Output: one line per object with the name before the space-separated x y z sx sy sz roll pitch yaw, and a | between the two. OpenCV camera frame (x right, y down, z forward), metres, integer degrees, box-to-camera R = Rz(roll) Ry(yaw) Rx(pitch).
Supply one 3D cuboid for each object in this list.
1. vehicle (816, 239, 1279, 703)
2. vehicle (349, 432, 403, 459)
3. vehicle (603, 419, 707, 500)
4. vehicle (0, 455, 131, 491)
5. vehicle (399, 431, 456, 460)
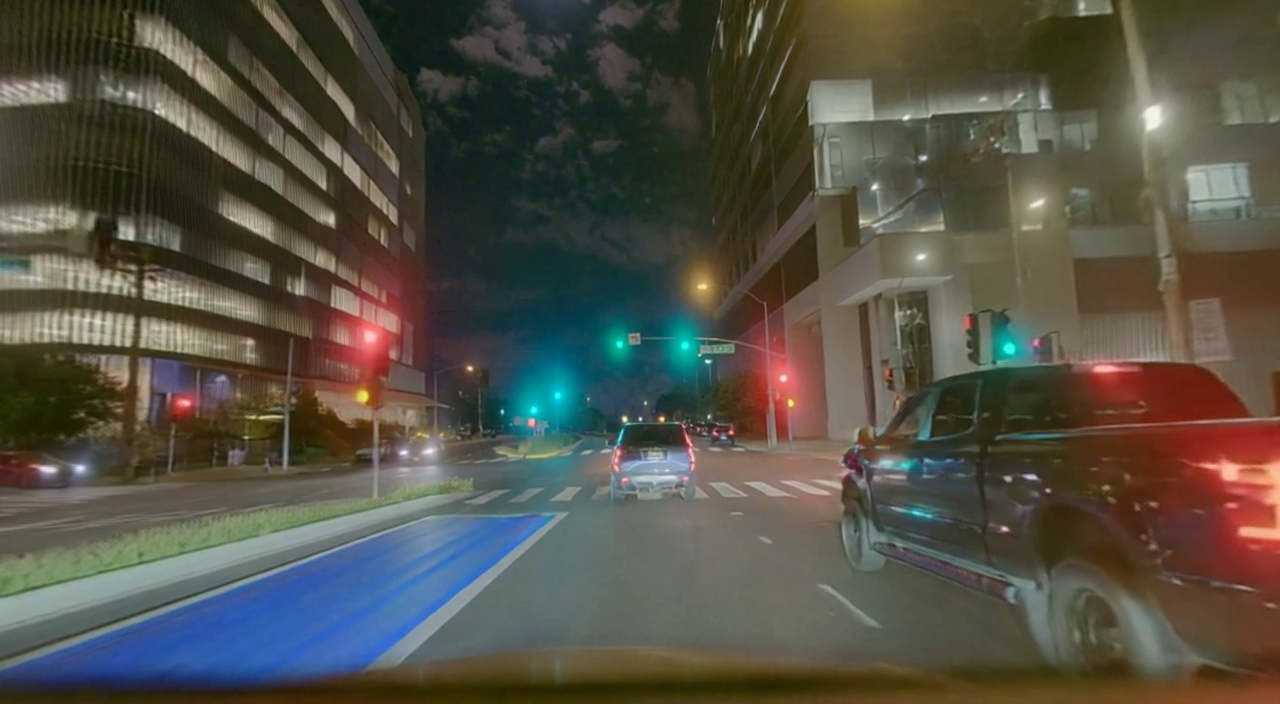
vehicle | 3.383 1.002 4.368 2.487 2.048 6.443 0 -9 0
vehicle | -19.312 6.868 46.323 2.060 1.867 4.626 0 -9 -2
vehicle | 0.314 2.698 16.074 2.283 1.773 4.255 0 -9 0
vehicle | -27.614 5.739 30.330 1.857 1.535 4.900 -1 -9 4
vehicle | -13.470 5.978 40.227 2.062 1.697 4.321 0 -9 1
